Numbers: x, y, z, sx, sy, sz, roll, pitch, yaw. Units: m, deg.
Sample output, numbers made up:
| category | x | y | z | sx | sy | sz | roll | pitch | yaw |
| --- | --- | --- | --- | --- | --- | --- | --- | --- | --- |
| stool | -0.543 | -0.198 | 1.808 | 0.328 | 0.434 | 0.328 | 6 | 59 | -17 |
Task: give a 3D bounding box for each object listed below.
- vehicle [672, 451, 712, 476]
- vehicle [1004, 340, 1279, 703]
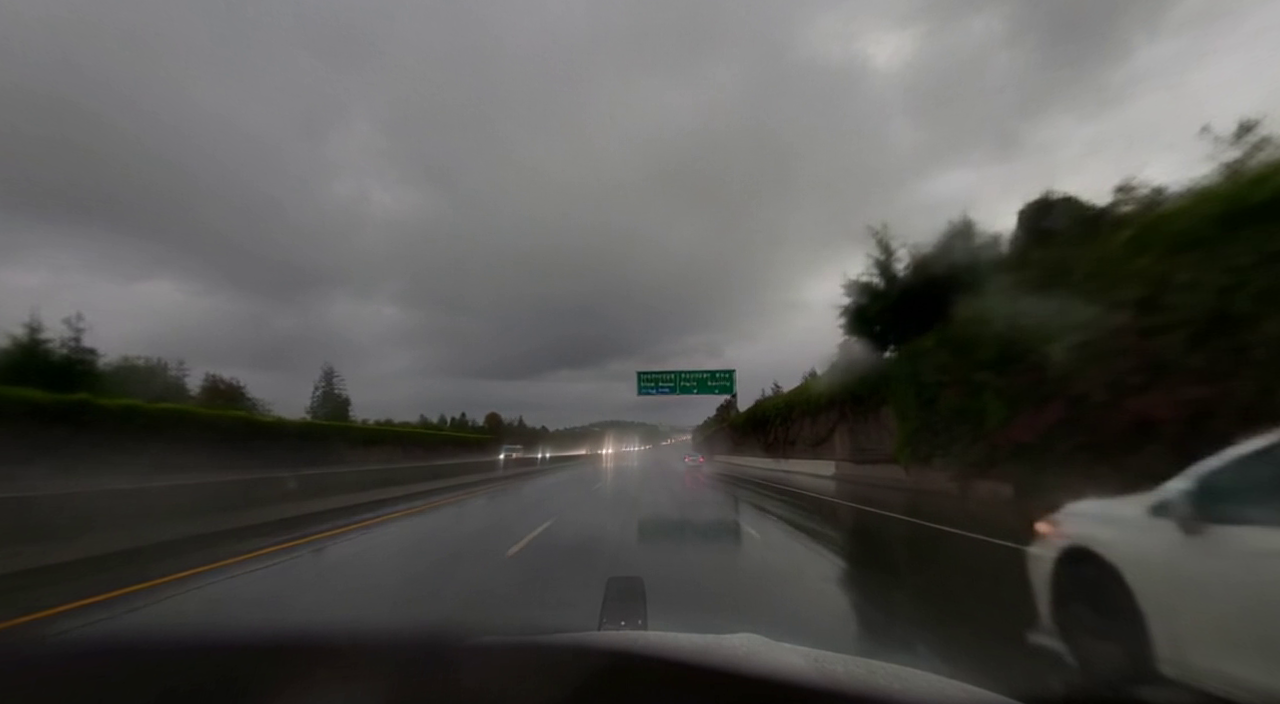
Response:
| category | x | y | z | sx | sy | sz | roll | pitch | yaw |
| --- | --- | --- | --- | --- | --- | --- | --- | --- | --- |
| vehicle | 3.095 | 6.750 | 38.335 | 2.065 | 1.400 | 4.028 | 0 | -9 | 0 |
| vehicle | 3.436 | 0.667 | 1.564 | 1.980 | 1.674 | 5.118 | 0 | -9 | 0 |
